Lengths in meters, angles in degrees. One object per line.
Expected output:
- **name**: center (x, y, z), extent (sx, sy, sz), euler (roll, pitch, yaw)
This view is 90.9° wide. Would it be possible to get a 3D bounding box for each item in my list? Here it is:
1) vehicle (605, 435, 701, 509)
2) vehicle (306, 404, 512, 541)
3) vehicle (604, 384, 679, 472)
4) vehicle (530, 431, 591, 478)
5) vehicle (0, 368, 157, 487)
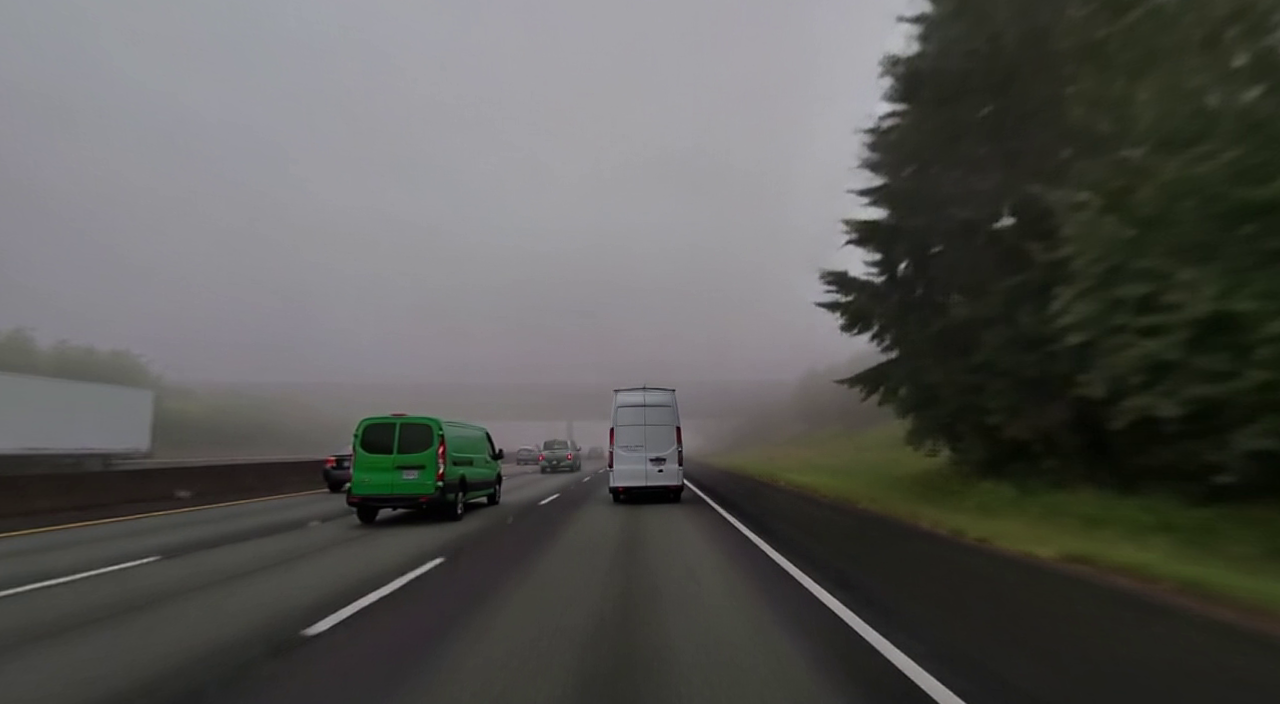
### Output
- **vehicle**: center (0.253, 2.760, 14.798), extent (1.991, 1.507, 3.391), euler (0, -9, 0)
- **vehicle**: center (-3.615, 1.972, 10.775), extent (1.951, 1.882, 3.979), euler (0, -9, 0)
- **vehicle**: center (0.385, 4.754, 36.908), extent (3.289, 3.822, 18.653), euler (0, -9, 2)
- **vehicle**: center (-3.414, 4.515, 27.868), extent (2.068, 1.862, 4.234), euler (0, -9, 1)
- **vehicle**: center (-23.715, 2.602, 21.674), extent (2.813, 4.101, 14.020), euler (0, -9, 1)
